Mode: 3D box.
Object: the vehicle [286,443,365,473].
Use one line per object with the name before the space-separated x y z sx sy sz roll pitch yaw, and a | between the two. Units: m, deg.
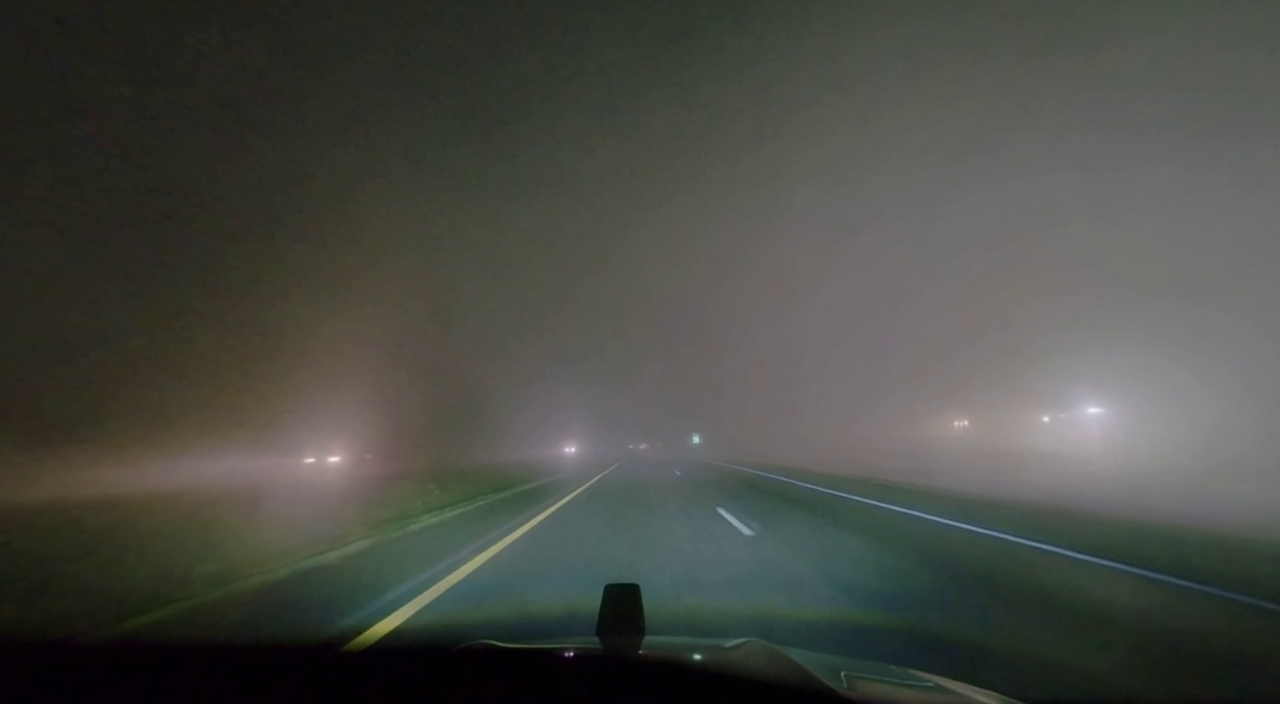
vehicle | -17.061 5.740 34.469 1.941 1.514 4.359 0 -8 1
